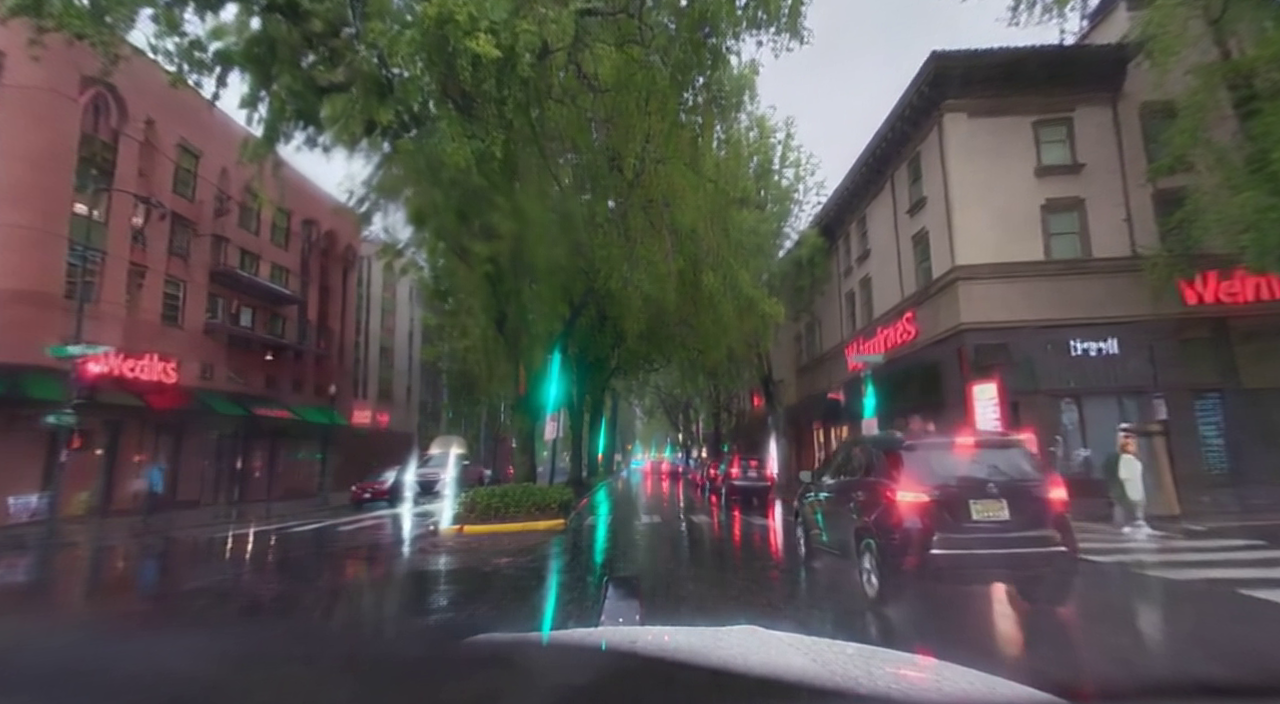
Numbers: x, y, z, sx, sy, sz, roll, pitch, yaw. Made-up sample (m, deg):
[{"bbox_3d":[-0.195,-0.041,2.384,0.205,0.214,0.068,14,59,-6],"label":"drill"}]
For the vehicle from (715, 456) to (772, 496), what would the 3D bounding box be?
[{"bbox_3d":[5.206,6.272,32.358,2.010,1.844,4.386,0,-9,-2],"label":"vehicle"}]

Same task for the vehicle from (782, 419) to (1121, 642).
[{"bbox_3d":[2.676,1.556,6.235,1.822,1.654,2.794,0,-9,-1],"label":"vehicle"}]

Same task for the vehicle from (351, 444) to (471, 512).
[{"bbox_3d":[-8.744,4.811,24.895,2.489,2.323,5.843,0,-9,1],"label":"vehicle"}]

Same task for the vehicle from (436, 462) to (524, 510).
[{"bbox_3d":[-5.722,4.853,23.237,1.983,1.438,4.559,0,-9,1],"label":"vehicle"}]
